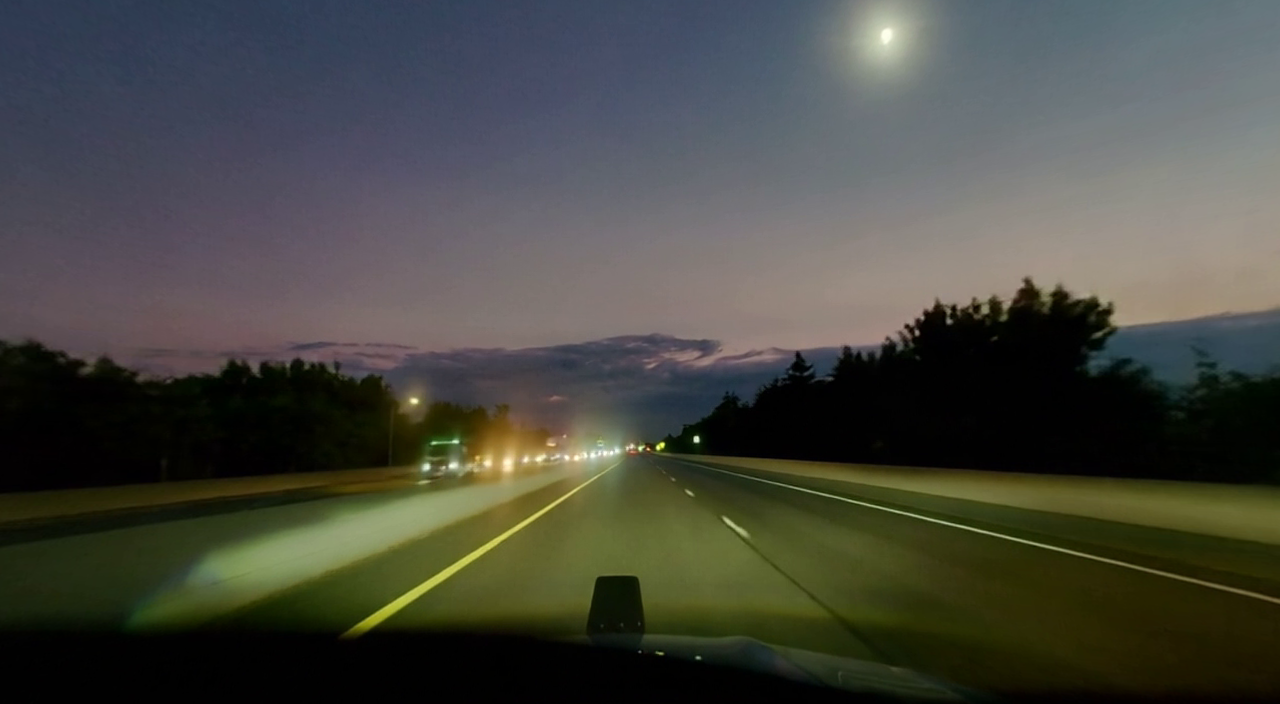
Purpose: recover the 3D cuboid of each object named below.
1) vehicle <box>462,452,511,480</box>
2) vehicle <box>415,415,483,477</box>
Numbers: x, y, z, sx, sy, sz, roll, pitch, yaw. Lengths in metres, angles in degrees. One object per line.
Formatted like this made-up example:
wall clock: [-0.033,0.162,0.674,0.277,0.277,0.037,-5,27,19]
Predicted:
vehicle: [-8.820,6.580,36.571,1.864,1.460,4.134,0,-9,0]
vehicle: [-13.396,6.674,44.731,3.016,4.009,5.868,0,-9,-1]
